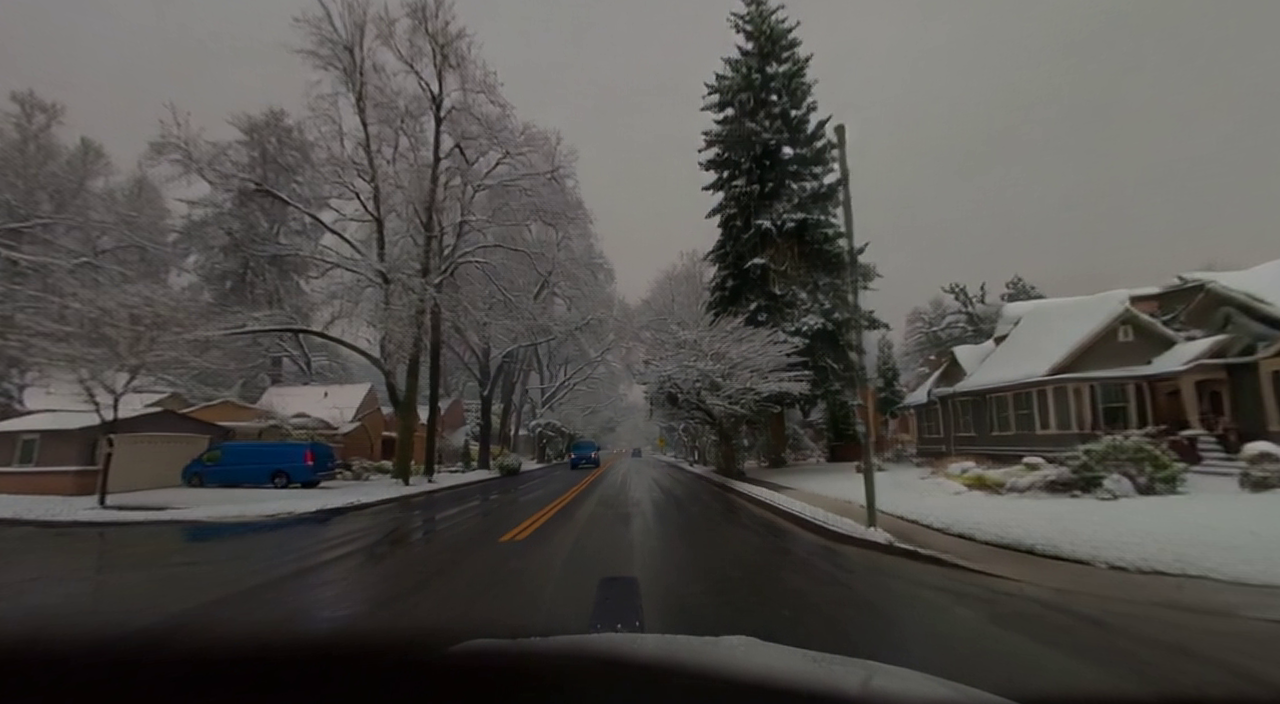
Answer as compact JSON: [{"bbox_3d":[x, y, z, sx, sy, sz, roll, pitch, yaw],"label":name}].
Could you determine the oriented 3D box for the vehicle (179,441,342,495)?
[{"bbox_3d":[-14.440,4.372,24.357,2.145,1.839,4.837,-6,-10,33],"label":"vehicle"}]
